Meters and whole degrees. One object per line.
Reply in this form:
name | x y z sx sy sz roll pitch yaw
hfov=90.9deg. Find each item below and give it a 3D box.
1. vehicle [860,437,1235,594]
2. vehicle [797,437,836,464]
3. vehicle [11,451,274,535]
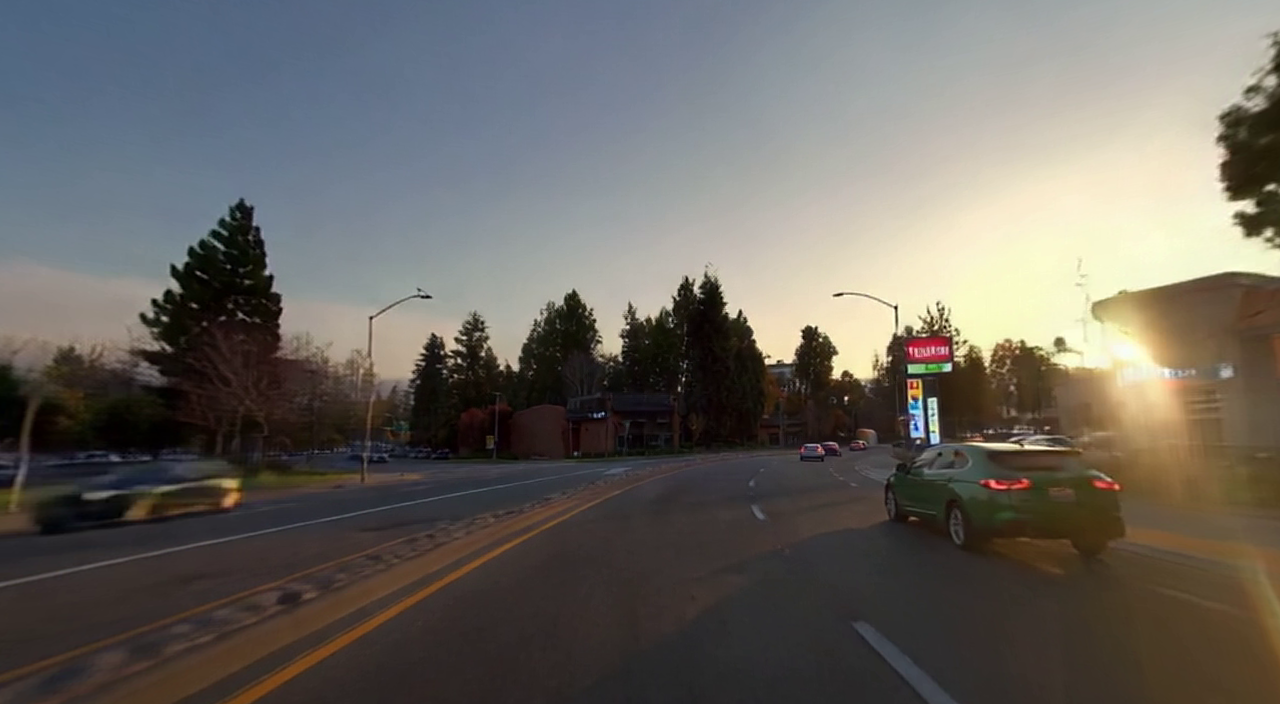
vehicle | 4.632 1.875 8.222 1.938 1.466 4.434 0 -8 0
vehicle | 12.339 6.828 43.847 2.311 1.715 4.287 -3 -9 18
vehicle | -10.687 2.998 14.109 2.022 1.498 4.400 -1 -8 6
